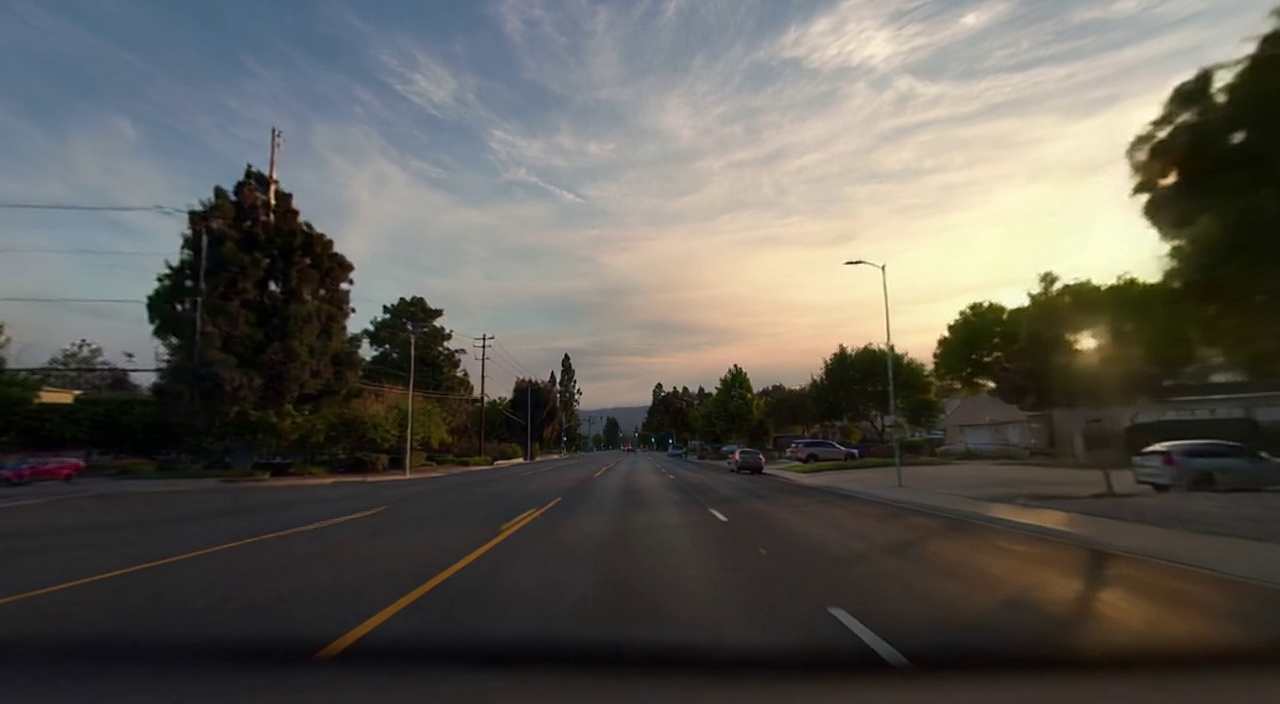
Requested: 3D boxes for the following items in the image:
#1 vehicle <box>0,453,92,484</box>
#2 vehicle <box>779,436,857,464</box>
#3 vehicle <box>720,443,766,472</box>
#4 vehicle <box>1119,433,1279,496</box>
[{"bbox_3d":[-31.996,6.141,33.476,1.866,1.469,4.473,-1,-9,0],"label":"vehicle"},{"bbox_3d":[12.850,7.111,45.951,5.037,1.925,2.021,-1,-9,3],"label":"vehicle"},{"bbox_3d":[6.573,6.774,40.742,2.043,1.747,4.680,0,-9,-2],"label":"vehicle"},{"bbox_3d":[15.142,2.902,16.471,3.709,1.509,1.873,-1,-9,0],"label":"vehicle"}]
